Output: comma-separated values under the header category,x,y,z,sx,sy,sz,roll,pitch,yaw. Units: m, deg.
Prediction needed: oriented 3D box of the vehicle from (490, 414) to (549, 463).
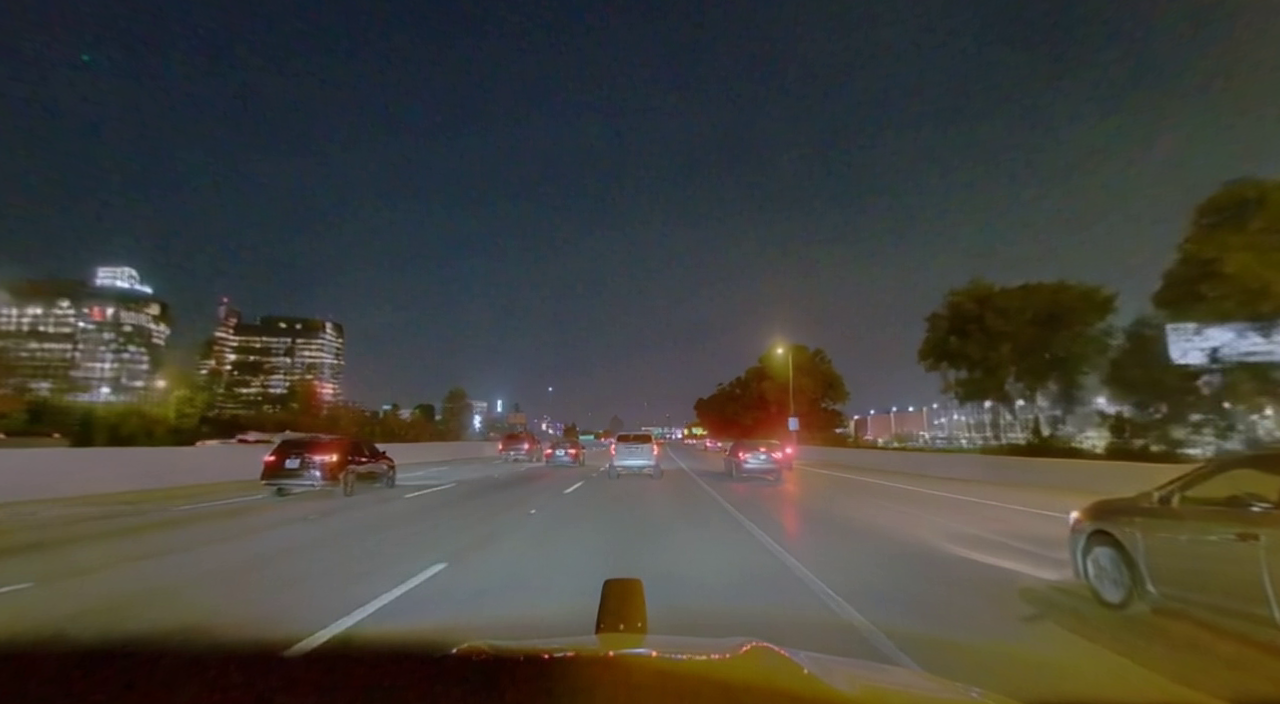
category,x,y,z,sx,sy,sz,roll,pitch,yaw
vehicle,-7.509,5.514,40.119,2.358,2.817,7.055,0,-8,0

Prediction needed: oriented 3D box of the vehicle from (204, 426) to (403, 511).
category,x,y,z,sx,sy,sz,roll,pitch,yaw
vehicle,-7.337,2.562,14.432,2.021,1.632,4.417,0,-8,1

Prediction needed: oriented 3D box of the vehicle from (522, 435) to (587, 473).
category,x,y,z,sx,sy,sz,roll,pitch,yaw
vehicle,-3.610,4.412,27.536,2.079,1.499,4.512,0,-8,2

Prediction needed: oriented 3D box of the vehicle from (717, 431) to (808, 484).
category,x,y,z,sx,sy,sz,roll,pitch,yaw
vehicle,3.763,3.316,20.234,1.942,1.487,4.518,0,-8,-1

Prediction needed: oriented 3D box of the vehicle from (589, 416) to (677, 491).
category,x,y,z,sx,sy,sz,roll,pitch,yaw
vehicle,-0.167,2.868,18.172,2.209,1.863,4.626,0,-8,0

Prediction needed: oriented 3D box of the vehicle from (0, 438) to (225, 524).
category,x,y,z,sx,sy,sz,roll,pitch,yaw
vehicle,-11.113,2.506,12.996,1.970,1.441,4.555,0,-8,1

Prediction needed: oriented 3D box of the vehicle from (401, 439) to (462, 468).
category,x,y,z,sx,sy,sz,roll,pitch,yaw
vehicle,-11.286,5.515,34.436,1.923,1.480,3.905,0,-8,1

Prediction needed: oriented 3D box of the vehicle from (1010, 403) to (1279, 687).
category,x,y,z,sx,sy,sz,roll,pitch,yaw
vehicle,4.328,1.020,3.337,1.915,1.482,4.537,0,-8,-1
